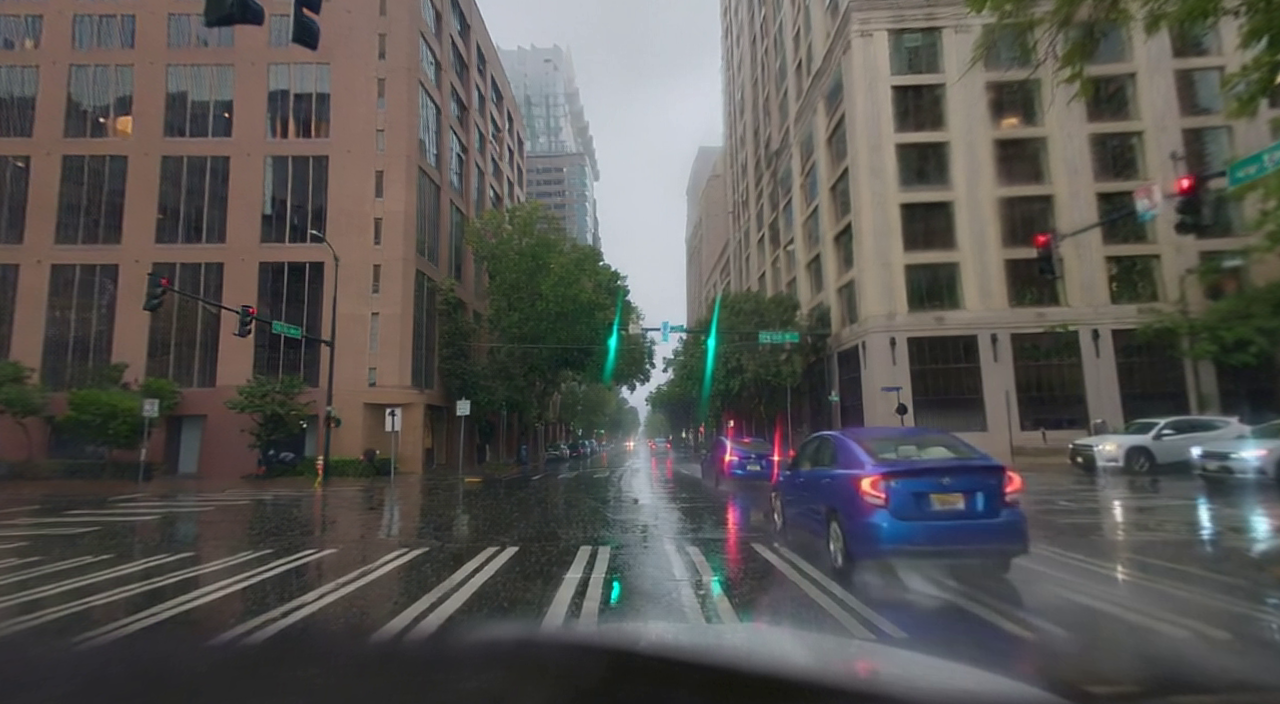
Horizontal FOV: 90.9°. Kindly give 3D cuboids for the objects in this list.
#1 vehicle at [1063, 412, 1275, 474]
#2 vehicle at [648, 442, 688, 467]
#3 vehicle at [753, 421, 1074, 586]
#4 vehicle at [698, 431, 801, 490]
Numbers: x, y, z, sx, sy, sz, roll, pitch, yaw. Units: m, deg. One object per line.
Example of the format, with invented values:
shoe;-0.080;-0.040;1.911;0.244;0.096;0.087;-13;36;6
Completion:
vehicle;16.924;2.936;20.407;4.802;1.860;2.146;0;-8;1
vehicle;1.708;6.424;39.791;2.040;1.421;4.550;0;-8;-3
vehicle;2.882;1.699;7.965;2.039;1.470;4.355;0;-8;-1
vehicle;2.971;3.074;18.221;2.009;1.443;4.509;0;-8;-2
